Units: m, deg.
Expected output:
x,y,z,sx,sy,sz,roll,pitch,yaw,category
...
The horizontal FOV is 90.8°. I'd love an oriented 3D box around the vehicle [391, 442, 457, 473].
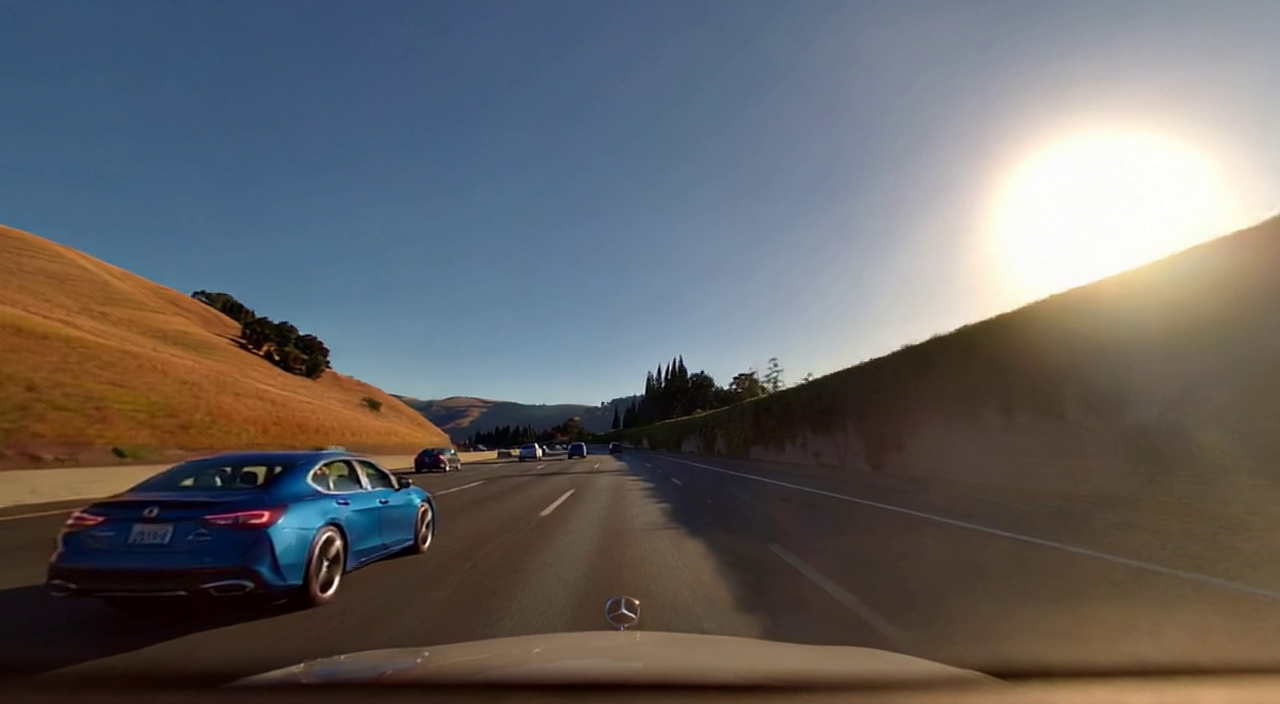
x,y,z,sx,sy,sz,roll,pitch,yaw,category
-11.270,5.528,33.343,1.949,1.475,4.740,0,-9,-1,vehicle
